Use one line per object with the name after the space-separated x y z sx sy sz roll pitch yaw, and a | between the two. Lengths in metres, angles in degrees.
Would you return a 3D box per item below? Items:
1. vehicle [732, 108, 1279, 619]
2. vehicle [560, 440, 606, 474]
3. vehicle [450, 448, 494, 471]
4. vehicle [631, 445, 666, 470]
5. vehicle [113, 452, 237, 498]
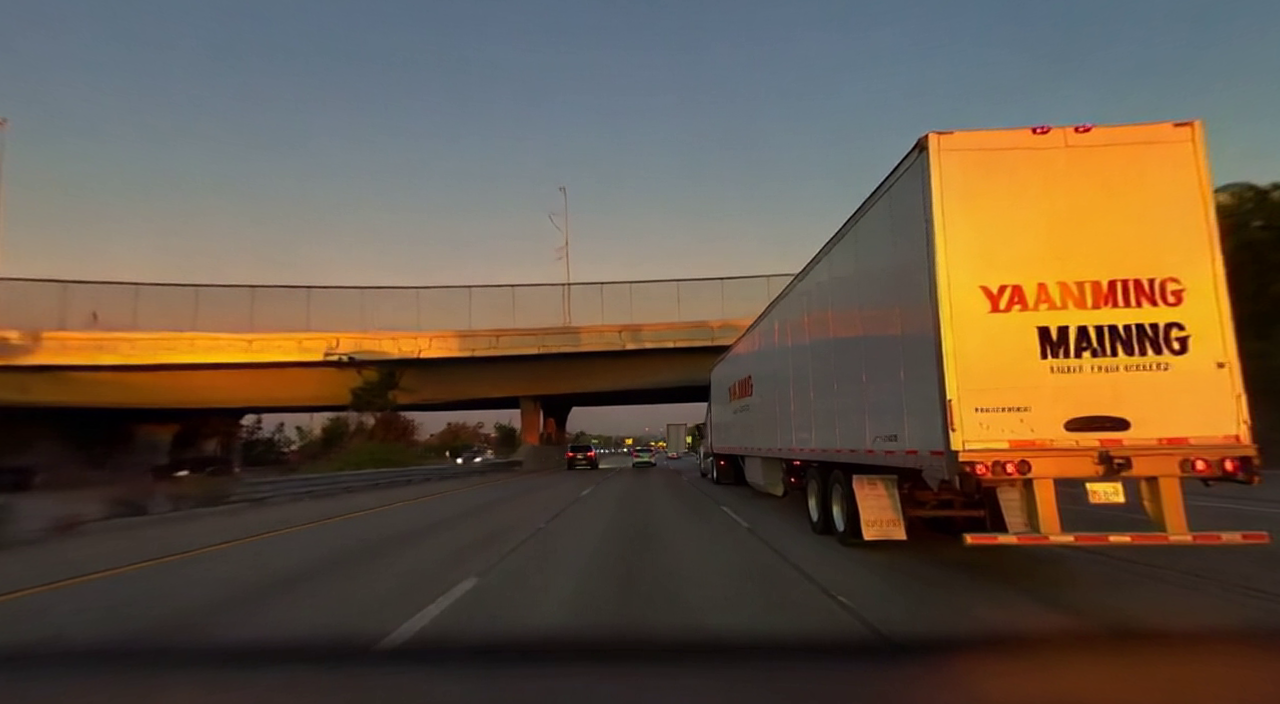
3.946 0.910 11.211 2.821 4.077 12.562 0 -9 0 | vehicle
-3.077 5.787 34.926 2.058 1.711 4.226 0 -9 1 | vehicle
-11.990 7.701 45.330 1.839 1.503 4.410 0 -9 1 | vehicle
0.516 6.623 39.678 2.063 1.469 4.208 0 -9 0 | vehicle
-19.364 5.108 26.551 1.897 1.729 4.321 0 -9 0 | vehicle
